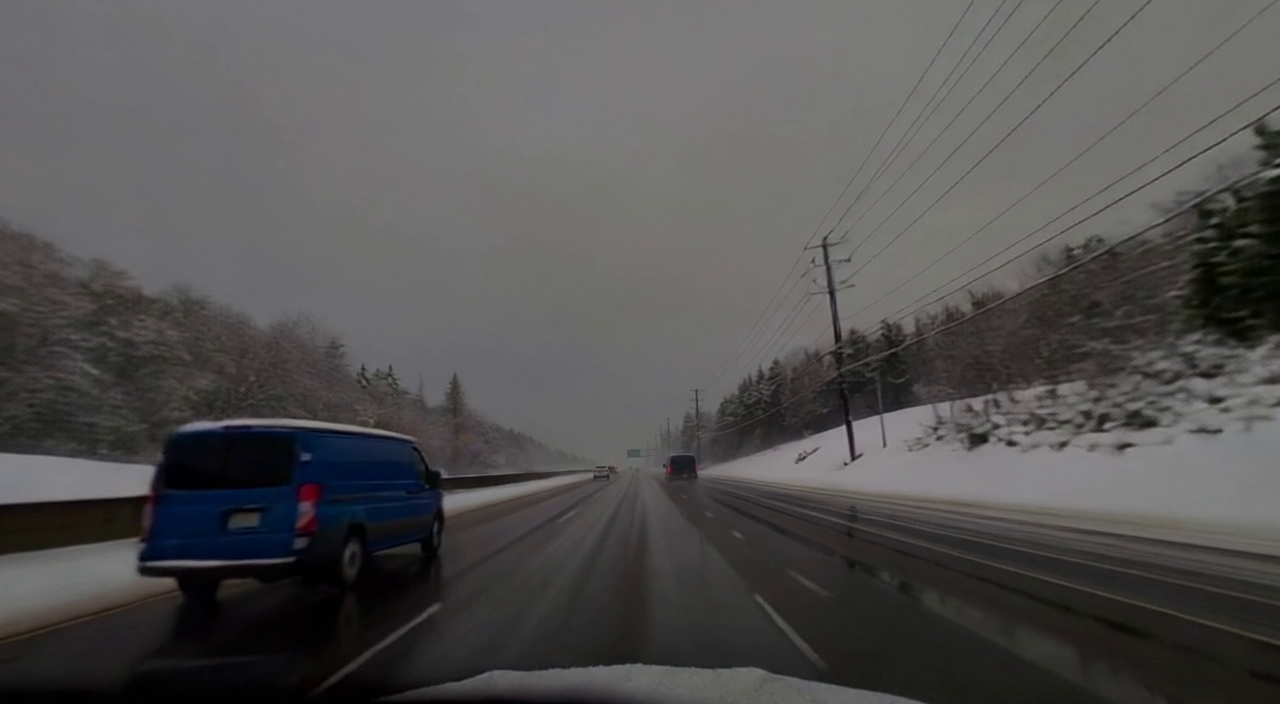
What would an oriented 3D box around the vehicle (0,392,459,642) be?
[{"bbox_3d":[-3.780,1.611,6.947,2.153,1.756,4.730,1,-10,0],"label":"vehicle"}]
